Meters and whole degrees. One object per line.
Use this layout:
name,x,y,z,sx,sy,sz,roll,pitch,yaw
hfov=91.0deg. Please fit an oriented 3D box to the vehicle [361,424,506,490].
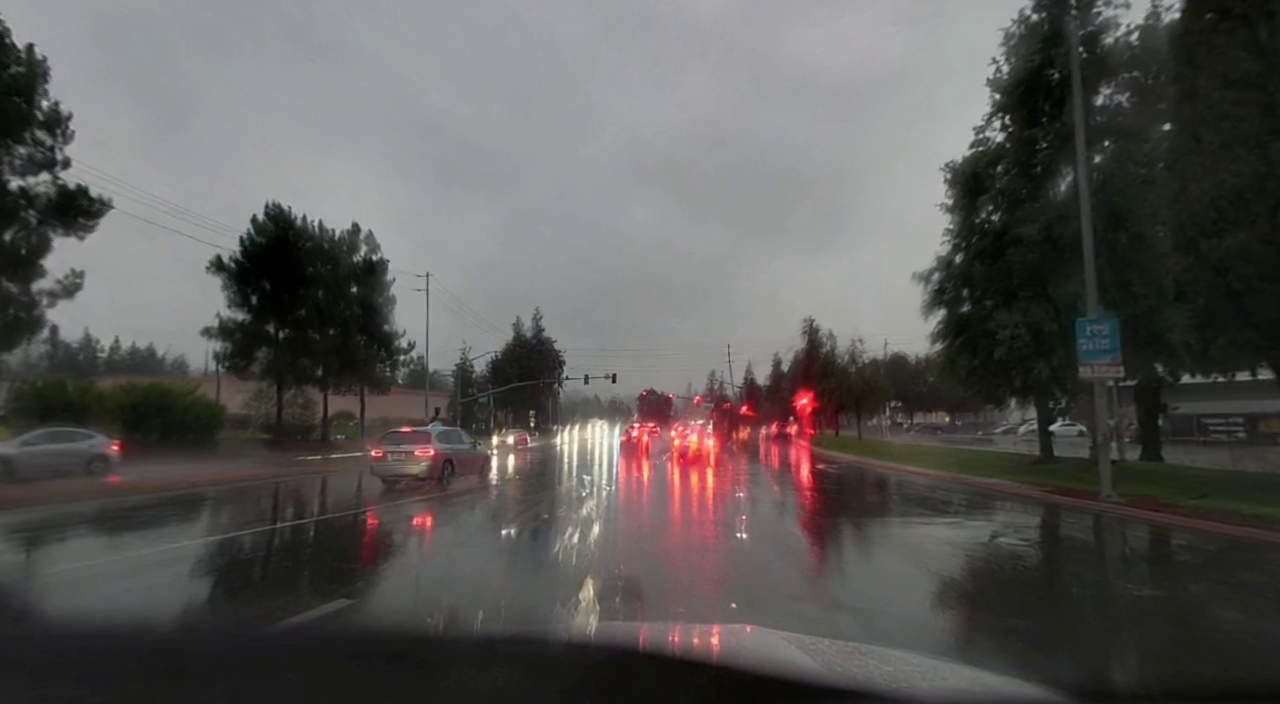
vehicle,-5.299,2.765,16.865,2.010,1.515,4.152,-1,-9,8

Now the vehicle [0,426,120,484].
vehicle,-20.162,3.346,20.636,1.969,1.738,4.539,-1,-9,7

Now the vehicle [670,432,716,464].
vehicle,2.790,4.917,32.372,2.109,1.500,4.585,-1,-9,8

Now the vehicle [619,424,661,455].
vehicle,0.053,5.646,40.476,2.188,1.892,4.488,-1,-9,6

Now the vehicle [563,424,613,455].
vehicle,-3.050,5.366,38.375,2.078,1.787,5.006,-1,-9,6
